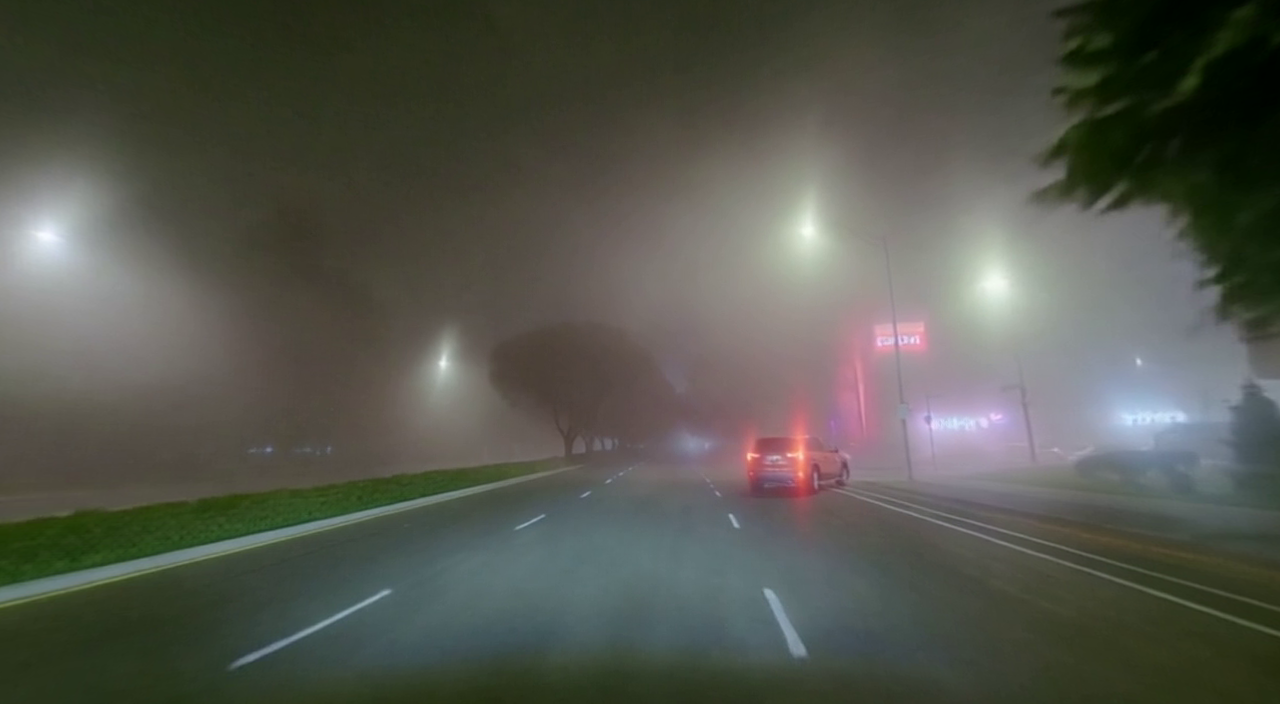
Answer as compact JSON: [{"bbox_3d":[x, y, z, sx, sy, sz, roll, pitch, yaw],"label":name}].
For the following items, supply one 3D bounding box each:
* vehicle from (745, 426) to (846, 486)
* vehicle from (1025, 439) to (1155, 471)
[{"bbox_3d":[6.064,3.904,24.155,2.477,1.991,5.157,-4,-9,28],"label":"vehicle"},{"bbox_3d":[21.737,4.991,30.707,4.698,1.465,1.914,-1,-8,7],"label":"vehicle"}]
